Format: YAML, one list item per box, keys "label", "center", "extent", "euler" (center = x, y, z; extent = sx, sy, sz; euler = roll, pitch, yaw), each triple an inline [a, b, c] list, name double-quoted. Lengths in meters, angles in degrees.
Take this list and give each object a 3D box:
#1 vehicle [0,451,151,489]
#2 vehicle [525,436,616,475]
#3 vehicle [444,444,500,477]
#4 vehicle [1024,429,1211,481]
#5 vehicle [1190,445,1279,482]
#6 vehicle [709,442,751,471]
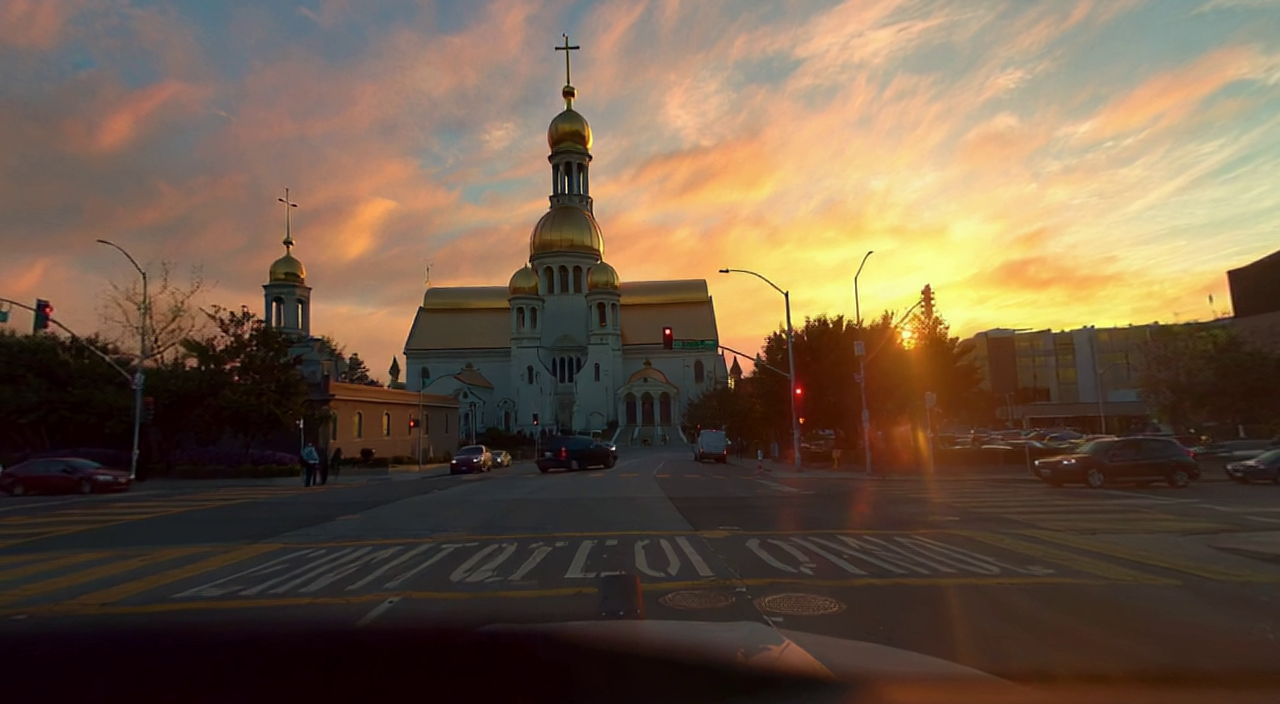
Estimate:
- label: "vehicle"
  center: [-23.351, 4.864, 26.230]
  extent: [4.479, 1.476, 1.873]
  euler: [0, -8, 1]
- label: "vehicle"
  center: [-3.305, 5.031, 30.955]
  extent: [2.051, 1.724, 4.567]
  euler: [-5, -10, 30]
- label: "vehicle"
  center: [-10.240, 6.604, 38.909]
  extent: [2.076, 1.876, 4.669]
  euler: [0, -8, 1]
- label: "vehicle"
  center: [19.890, 4.304, 26.571]
  extent: [5.852, 2.057, 2.361]
  euler: [0, -8, 1]
- label: "vehicle"
  center: [26.392, 4.678, 26.683]
  extent: [4.561, 1.475, 1.850]
  euler: [0, -8, 0]
- label: "vehicle"
  center: [5.839, 6.855, 41.504]
  extent: [1.969, 1.776, 4.329]
  euler: [0, -8, -2]
